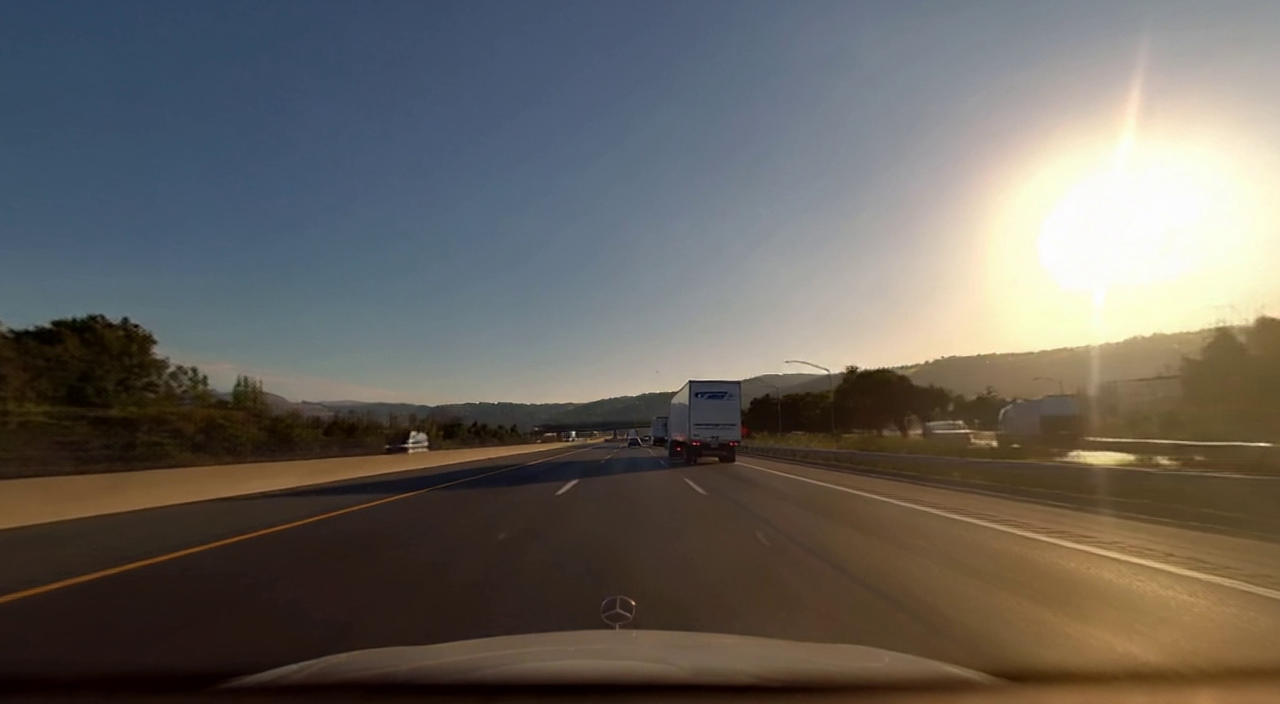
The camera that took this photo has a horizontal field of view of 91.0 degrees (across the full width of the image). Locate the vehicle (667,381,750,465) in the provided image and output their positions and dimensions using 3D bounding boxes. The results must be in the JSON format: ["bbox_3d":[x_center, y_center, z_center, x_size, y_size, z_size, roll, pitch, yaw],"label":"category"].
[{"bbox_3d":[3.680,4.502,38.173,2.976,4.064,14.619,0,-8,-2],"label":"vehicle"}]

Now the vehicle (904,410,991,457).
[{"bbox_3d":[24.108,6.304,49.887,2.865,2.885,8.040,-4,-3,1],"label":"vehicle"}]
